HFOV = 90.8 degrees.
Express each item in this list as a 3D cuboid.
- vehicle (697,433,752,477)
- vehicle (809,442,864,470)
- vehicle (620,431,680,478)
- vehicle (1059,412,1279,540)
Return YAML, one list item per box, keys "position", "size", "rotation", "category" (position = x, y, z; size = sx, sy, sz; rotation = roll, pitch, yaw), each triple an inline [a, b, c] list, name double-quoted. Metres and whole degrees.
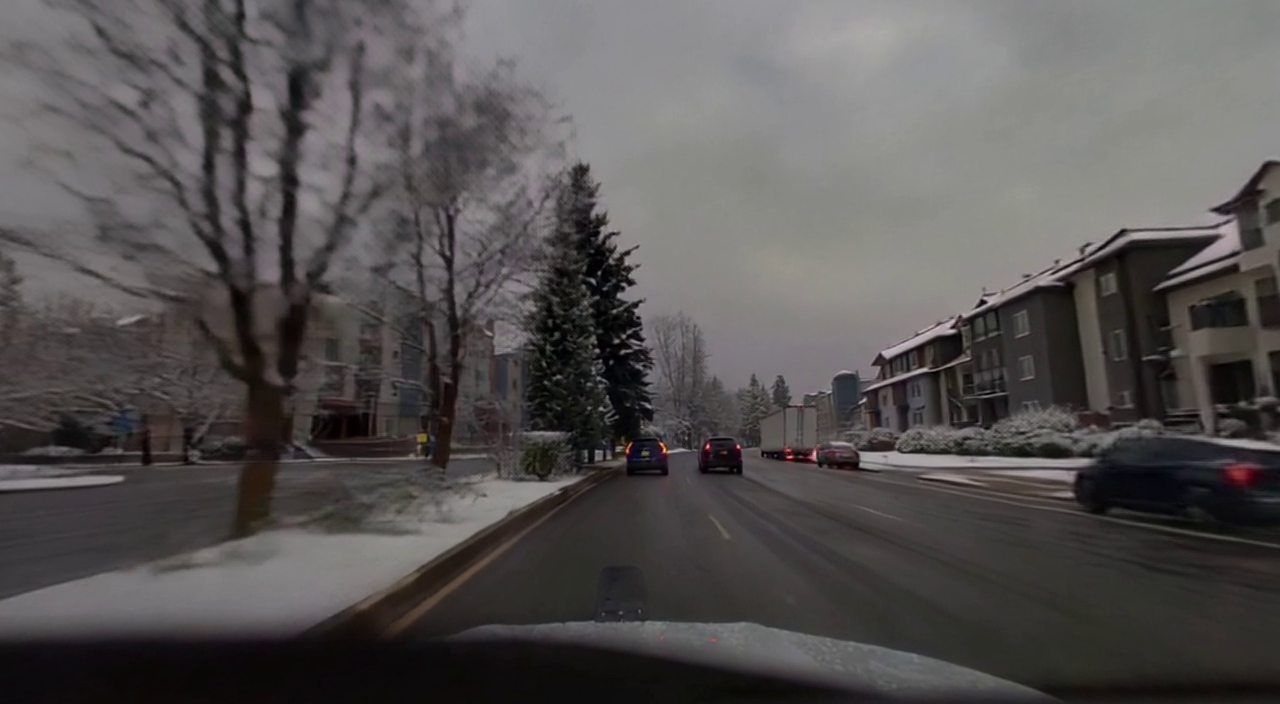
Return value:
- position: [3.747, 4.677, 28.897]
  size: [2.033, 1.823, 4.409]
  rotation: [0, -9, 2]
  category: "vehicle"
- position: [11.313, 6.039, 36.739]
  size: [1.901, 1.496, 4.948]
  rotation: [0, -9, 4]
  category: "vehicle"
- position: [0.506, 4.412, 27.365]
  size: [2.345, 1.841, 5.032]
  rotation: [0, -9, 3]
  category: "vehicle"
- position: [10.234, 2.167, 11.615]
  size: [1.938, 1.860, 4.690]
  rotation: [0, -9, 2]
  category: "vehicle"
